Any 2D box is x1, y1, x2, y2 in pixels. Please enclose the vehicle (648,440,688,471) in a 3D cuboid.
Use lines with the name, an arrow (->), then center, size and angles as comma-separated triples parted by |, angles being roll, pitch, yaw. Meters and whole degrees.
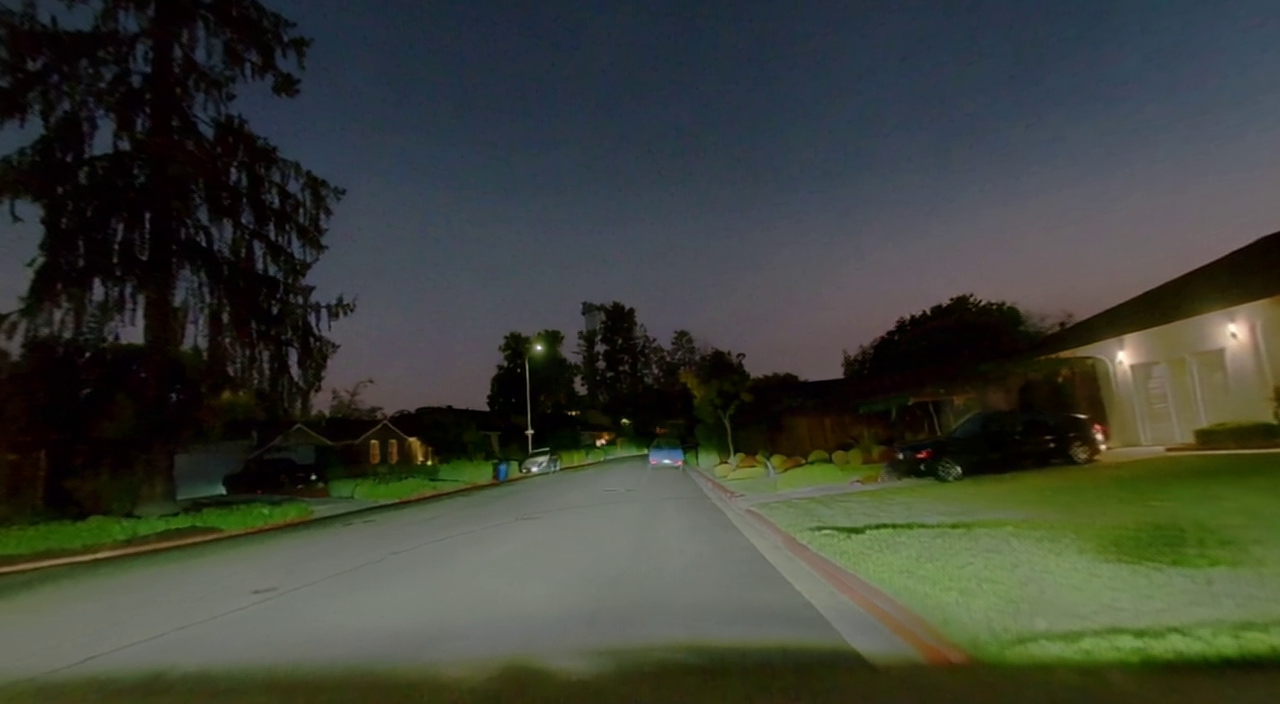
vehicle -> 1.477, 5.705, 34.832 | 2.005, 1.553, 3.984 | -1, -9, -1

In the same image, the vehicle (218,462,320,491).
vehicle -> -20.109, 6.766, 34.394 | 4.404, 1.495, 1.844 | -1, -8, 3

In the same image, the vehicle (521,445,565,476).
vehicle -> -6.830, 7.665, 44.876 | 2.208, 1.834, 4.675 | -5, -9, 0
